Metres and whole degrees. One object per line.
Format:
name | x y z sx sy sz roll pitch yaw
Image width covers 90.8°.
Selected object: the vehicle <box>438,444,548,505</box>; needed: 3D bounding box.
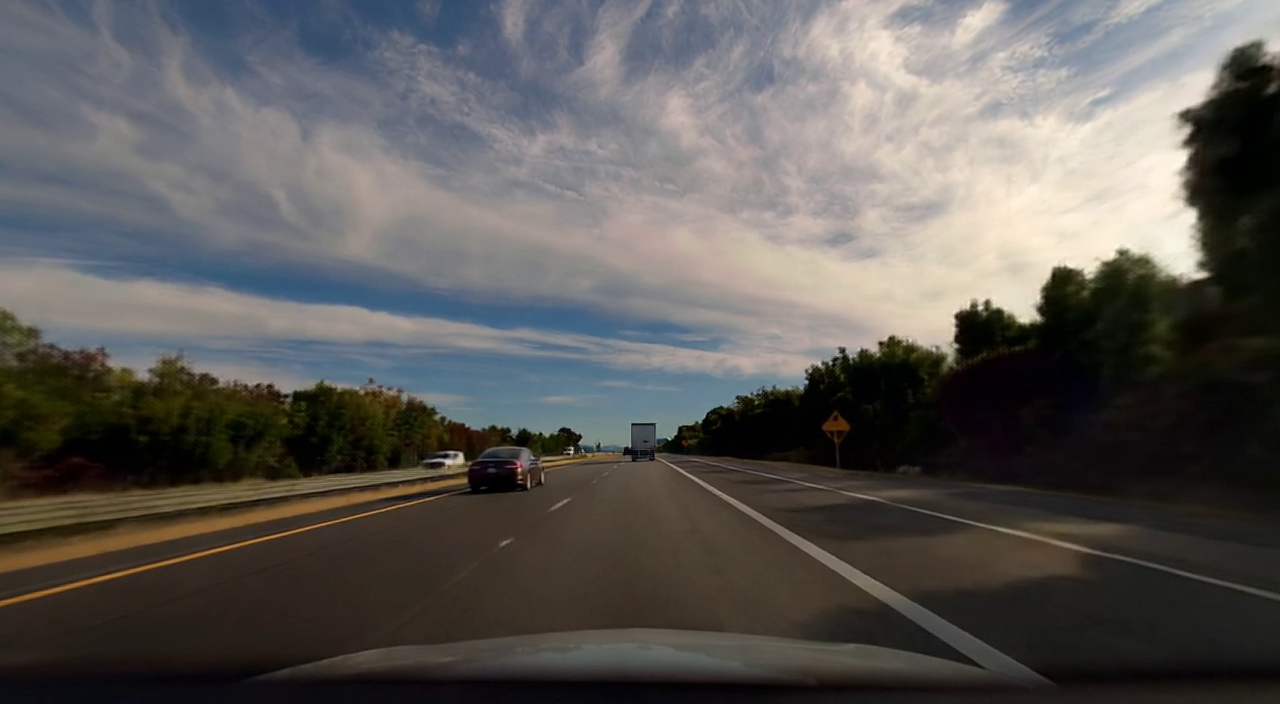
vehicle | -3.859 3.297 17.365 1.955 1.438 4.100 -1 -9 1
